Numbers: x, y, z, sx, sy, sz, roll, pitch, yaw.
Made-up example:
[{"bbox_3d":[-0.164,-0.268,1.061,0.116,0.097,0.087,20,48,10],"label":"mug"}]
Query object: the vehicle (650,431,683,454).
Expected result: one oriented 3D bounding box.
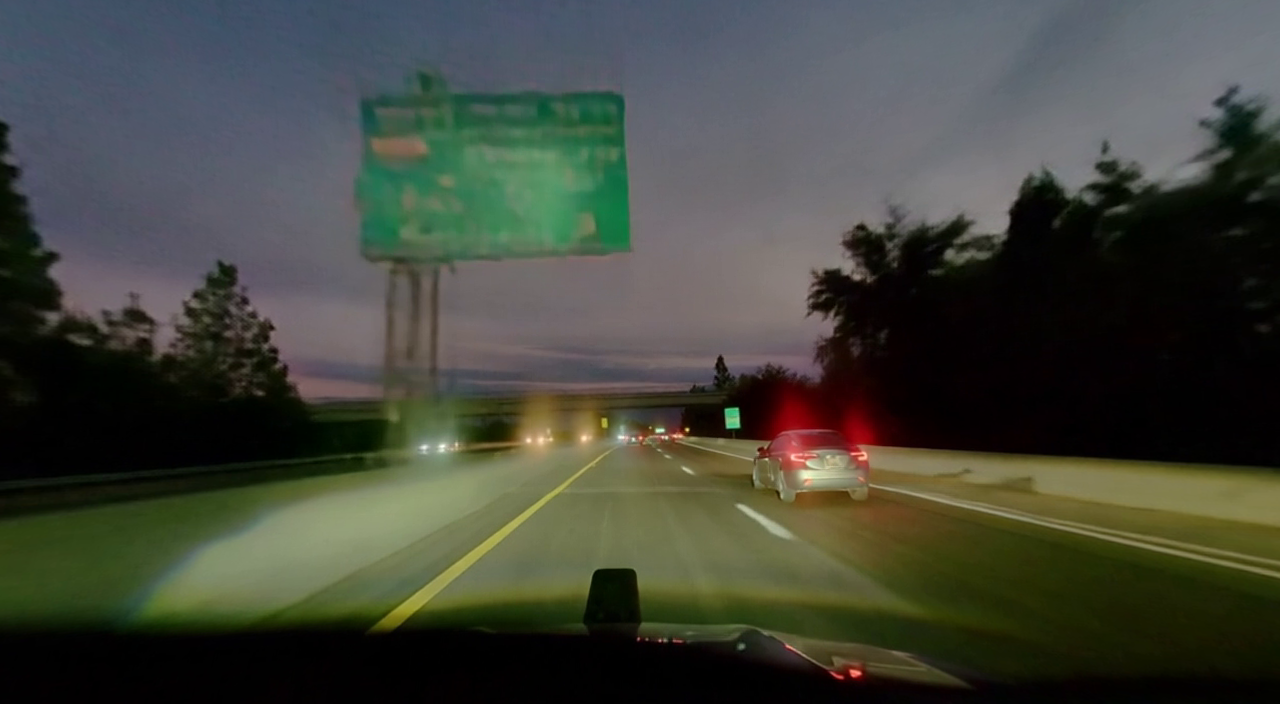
[{"bbox_3d":[1.819,6.284,43.862,1.981,1.490,3.449,0,-8,-3],"label":"vehicle"}]
